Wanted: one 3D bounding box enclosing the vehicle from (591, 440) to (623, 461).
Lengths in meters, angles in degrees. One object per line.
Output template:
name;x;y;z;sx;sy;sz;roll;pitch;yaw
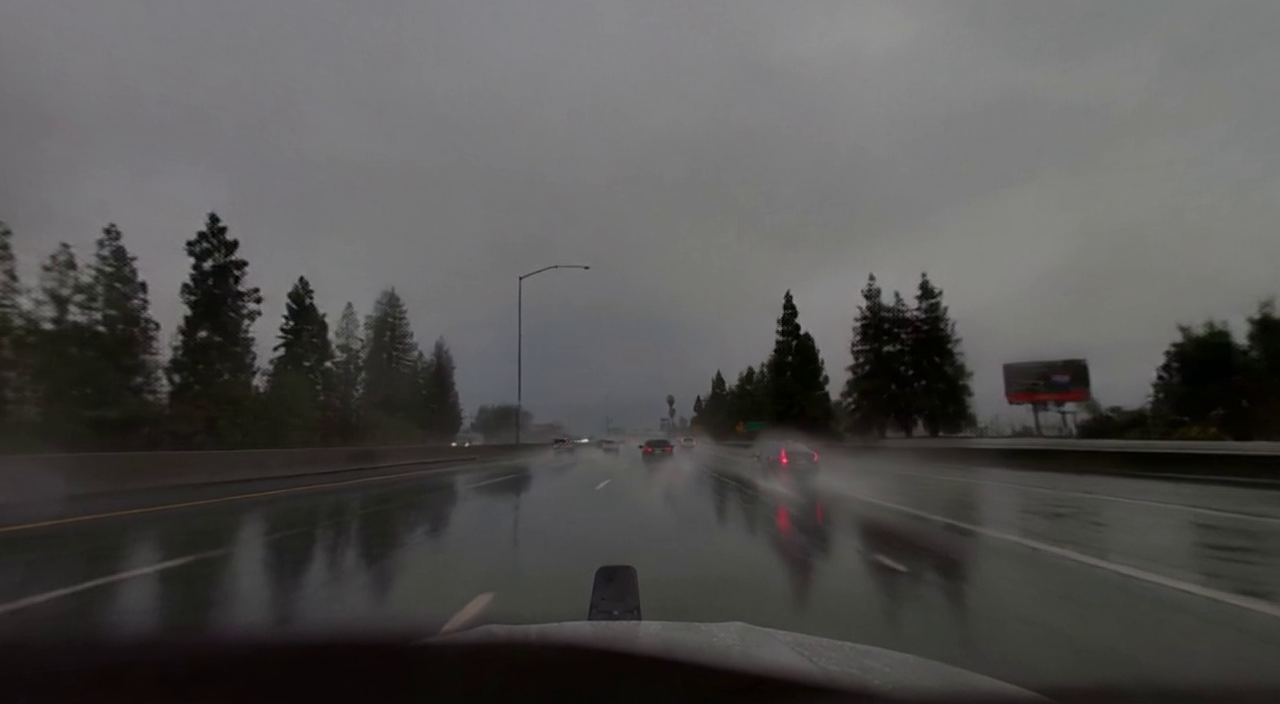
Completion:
vehicle;-2.414;7.376;47.396;2.103;1.512;4.155;0;-8;1

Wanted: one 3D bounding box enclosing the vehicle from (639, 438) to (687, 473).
vehicle;1.084;5.267;32.440;2.240;1.646;4.949;0;-8;0
